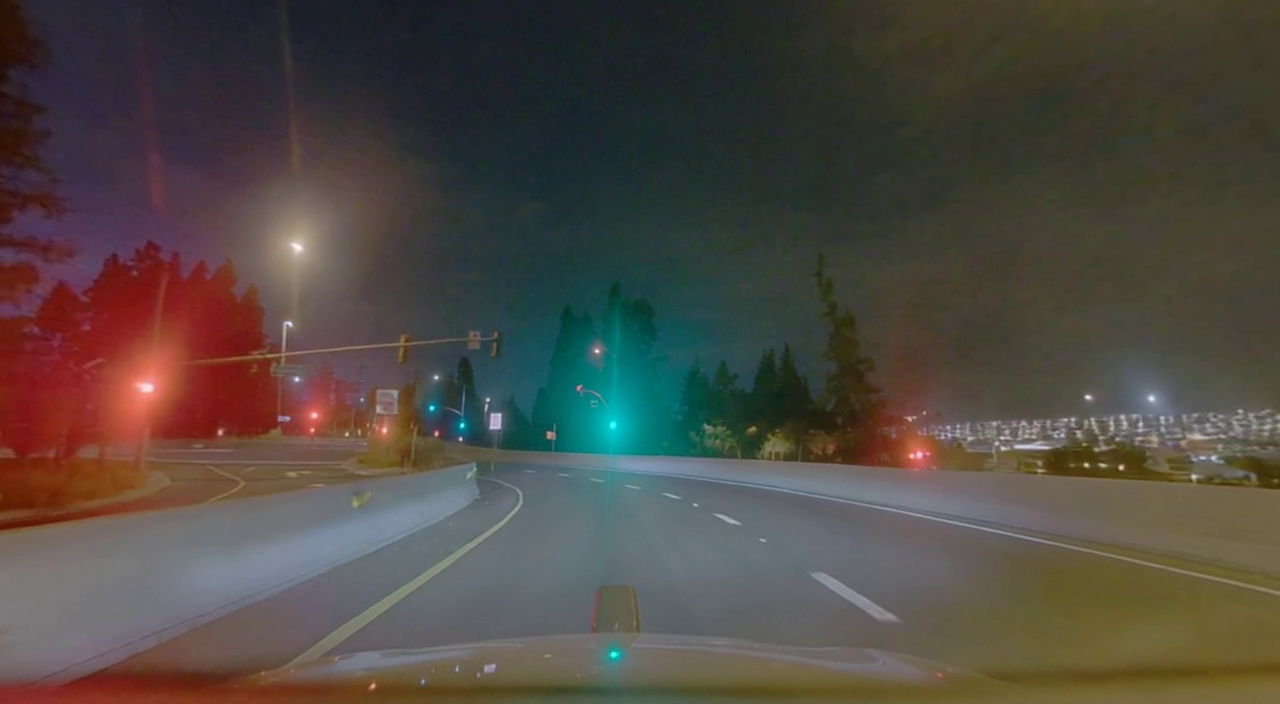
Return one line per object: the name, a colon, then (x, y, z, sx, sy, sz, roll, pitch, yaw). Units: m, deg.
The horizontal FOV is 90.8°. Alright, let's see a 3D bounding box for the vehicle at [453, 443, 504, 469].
vehicle: (-10.480, 6.650, 40.676, 2.163, 1.537, 4.368, 5, -10, -27)
